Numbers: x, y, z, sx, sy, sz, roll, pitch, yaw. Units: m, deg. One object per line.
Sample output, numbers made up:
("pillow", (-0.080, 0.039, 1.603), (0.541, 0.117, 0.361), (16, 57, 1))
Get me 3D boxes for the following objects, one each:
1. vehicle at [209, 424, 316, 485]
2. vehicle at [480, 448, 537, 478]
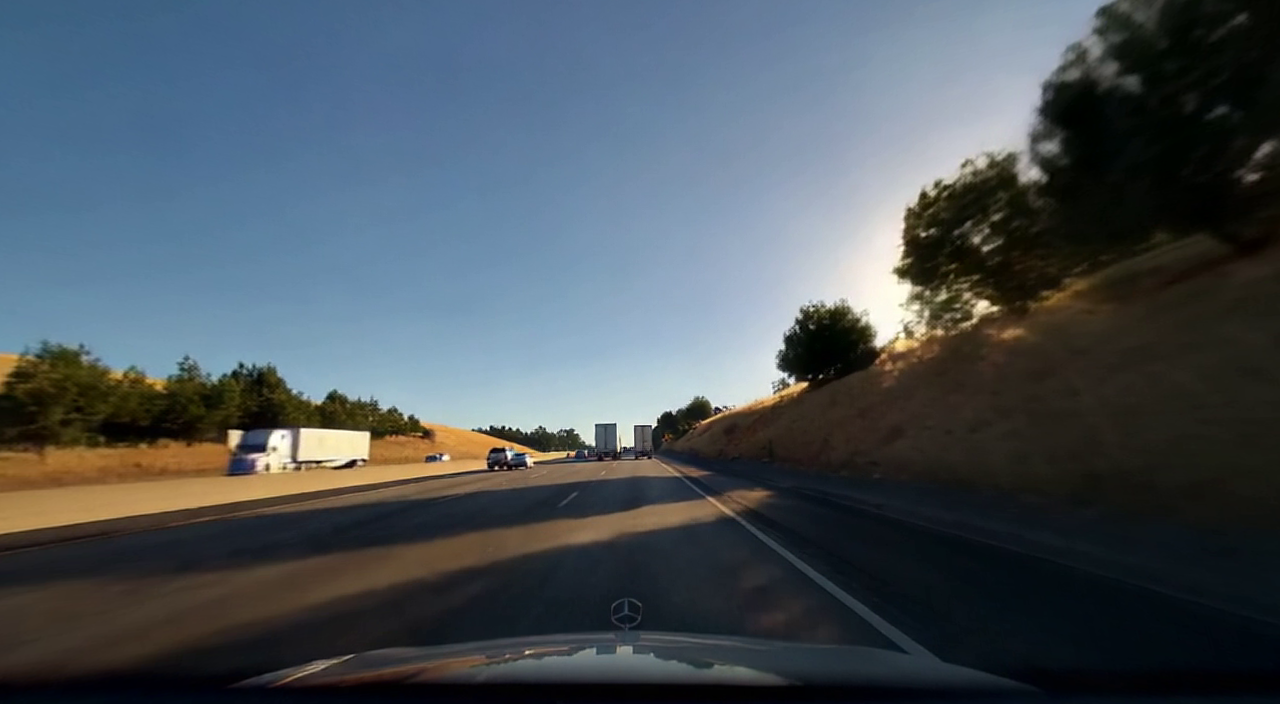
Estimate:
("vehicle", (-23.325, 6.368, 39.412), (2.912, 3.456, 5.939), (0, -9, 0))
("vehicle", (-7.115, 6.050, 34.632), (2.036, 1.474, 5.011), (0, -9, 1))
